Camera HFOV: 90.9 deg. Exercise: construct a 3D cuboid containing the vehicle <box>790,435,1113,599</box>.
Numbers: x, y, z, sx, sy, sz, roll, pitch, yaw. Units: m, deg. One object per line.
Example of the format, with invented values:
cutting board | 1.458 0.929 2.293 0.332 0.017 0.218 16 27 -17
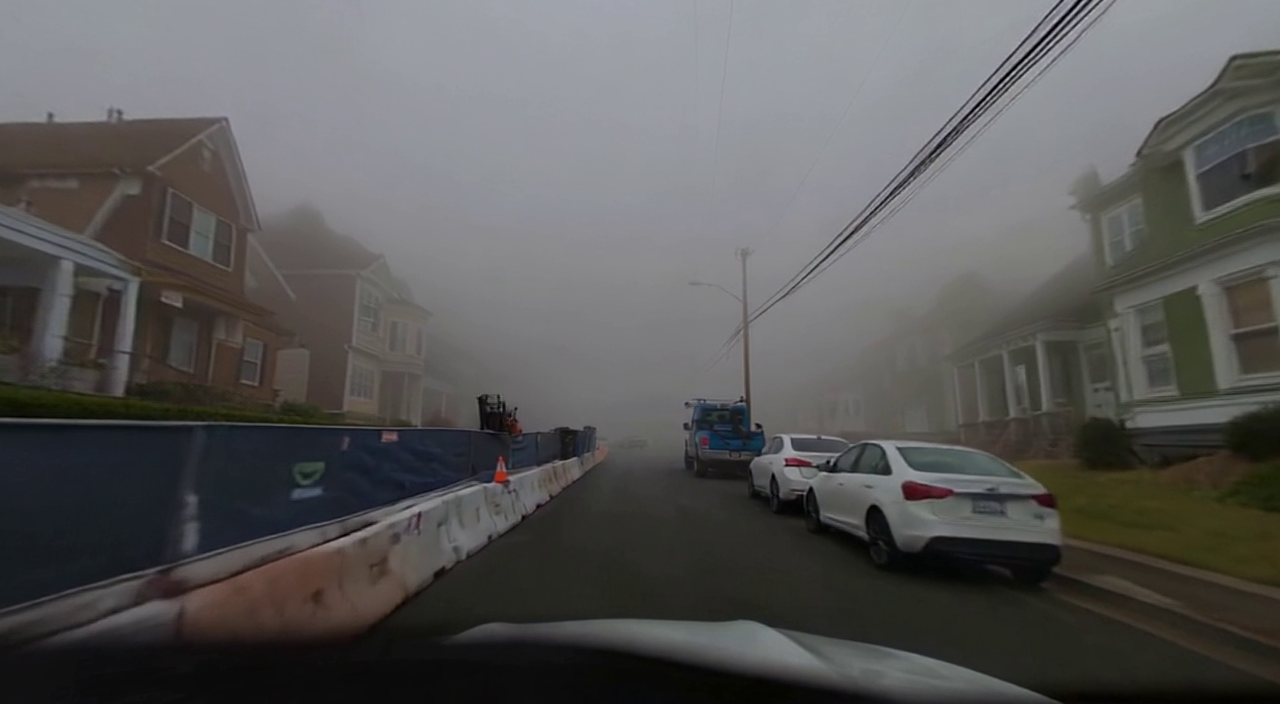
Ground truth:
vehicle | 3.307 1.767 7.807 1.805 1.436 4.201 0 -7 -1
